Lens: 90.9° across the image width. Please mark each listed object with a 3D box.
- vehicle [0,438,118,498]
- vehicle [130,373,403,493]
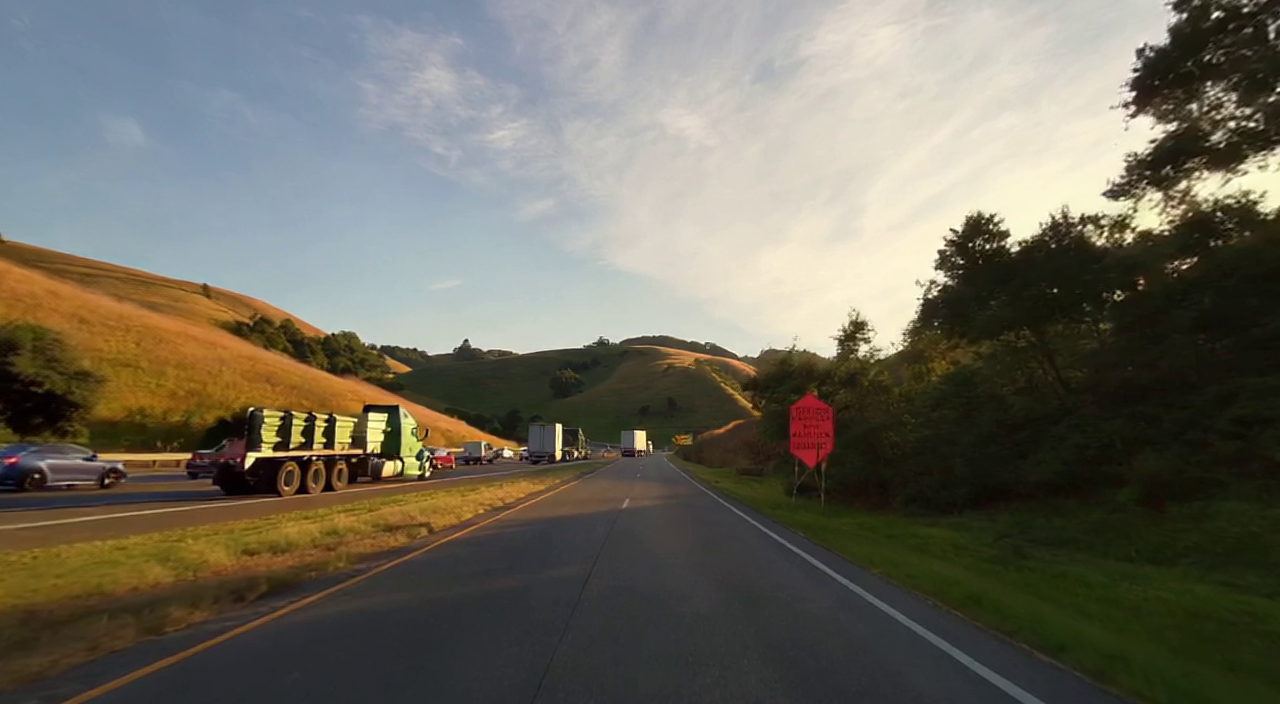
[{"bbox_3d":[-18.107,3.359,18.414,1.856,1.628,4.109,-1,-9,7],"label":"vehicle"},{"bbox_3d":[-13.481,3.332,24.837,2.745,3.617,11.590,-1,-9,5],"label":"vehicle"}]
